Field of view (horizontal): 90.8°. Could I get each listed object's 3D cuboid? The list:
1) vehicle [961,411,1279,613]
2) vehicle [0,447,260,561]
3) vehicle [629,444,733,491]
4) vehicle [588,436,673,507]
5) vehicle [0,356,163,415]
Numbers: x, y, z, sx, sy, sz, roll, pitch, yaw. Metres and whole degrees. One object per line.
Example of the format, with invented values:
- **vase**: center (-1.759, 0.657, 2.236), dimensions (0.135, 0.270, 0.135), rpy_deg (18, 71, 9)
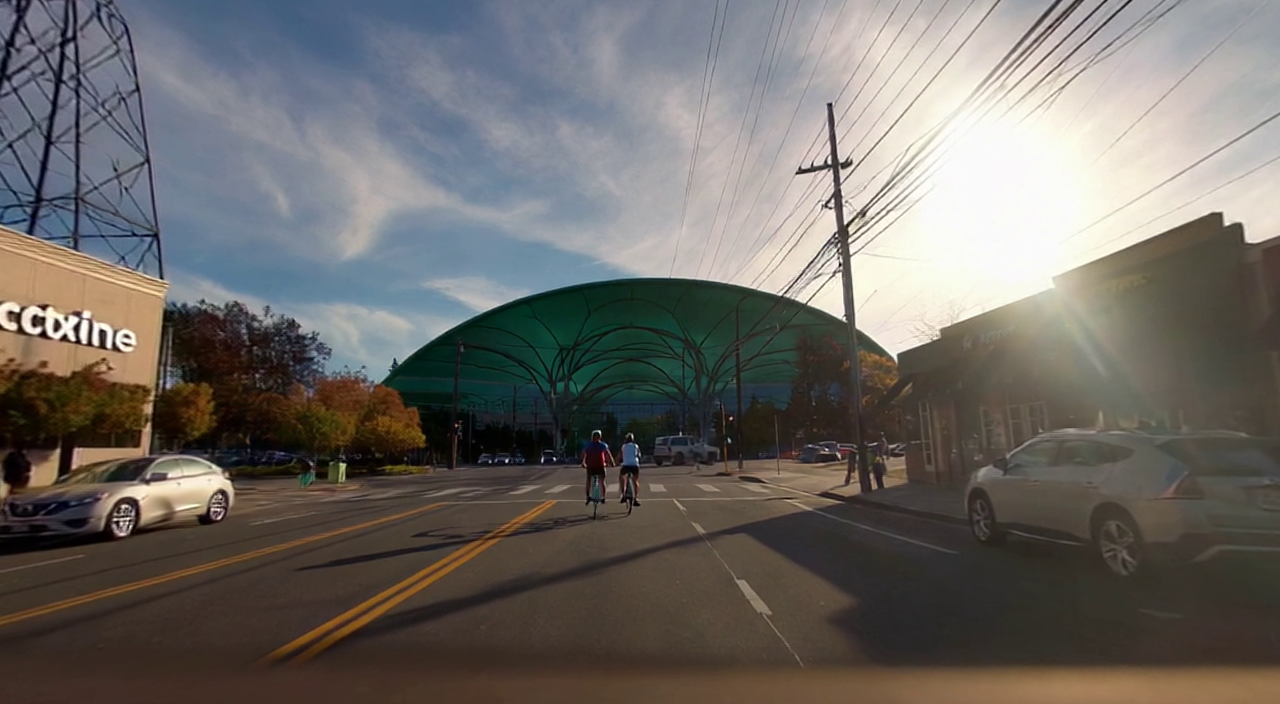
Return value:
- **vehicle**: center (5.825, 1.671, 7.492), dimensions (1.873, 1.714, 3.979), rpy_deg (0, -8, -1)
- **vehicle**: center (-10.219, 2.835, 12.732), dimensions (2.075, 1.816, 4.900), rpy_deg (0, -8, -1)
- **vehicle**: center (1.885, 4.986, 27.733), dimensions (2.287, 1.832, 4.961), rpy_deg (-6, -10, 34)
- **vehicle**: center (-0.218, 3.372, 18.292), dimensions (2.190, 1.783, 4.048), rpy_deg (0, -8, 1)
- **vehicle**: center (-17.098, 1.049, 19.205), dimensions (3.685, 1.584, 1.708), rpy_deg (1, -9, -3)
